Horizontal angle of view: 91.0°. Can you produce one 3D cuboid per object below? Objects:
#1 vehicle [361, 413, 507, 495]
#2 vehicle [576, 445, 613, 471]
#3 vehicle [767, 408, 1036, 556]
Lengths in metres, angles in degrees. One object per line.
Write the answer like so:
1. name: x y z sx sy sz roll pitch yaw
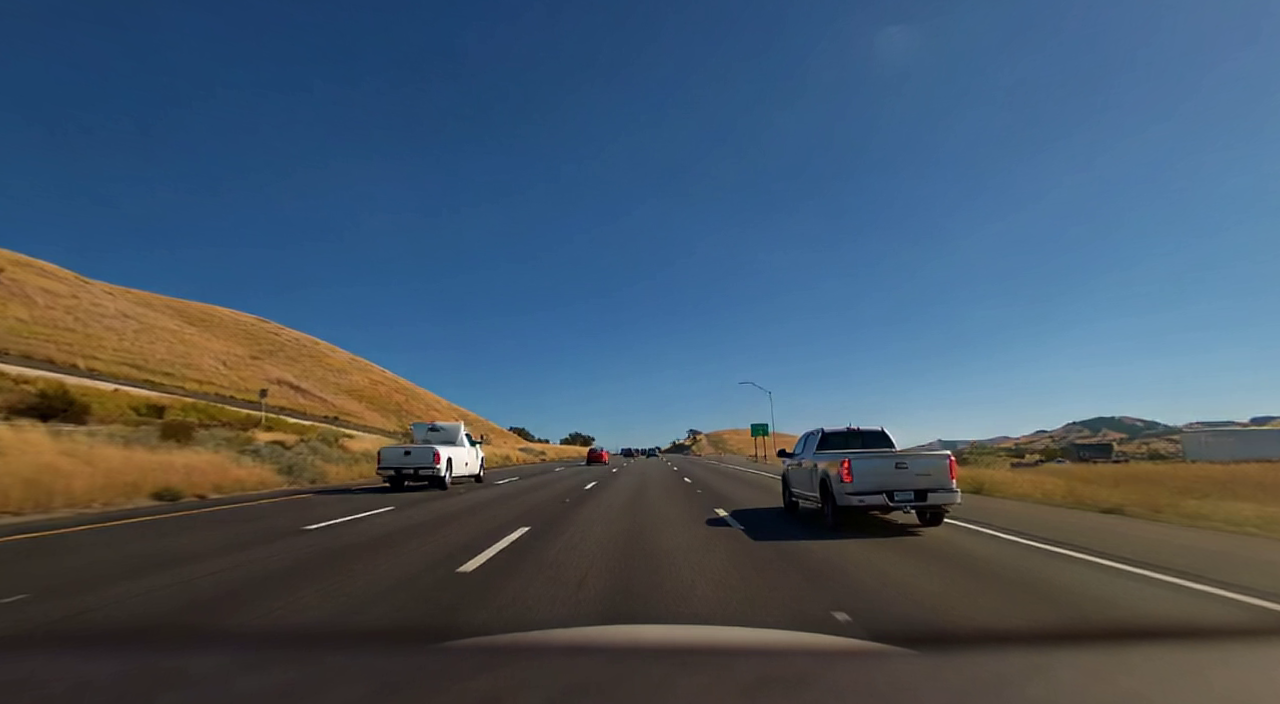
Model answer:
1. vehicle: -7.125 3.689 23.041 2.937 2.509 7.090 0 -9 0
2. vehicle: -2.832 6.729 40.160 2.009 1.593 4.378 0 -9 1
3. vehicle: 3.659 1.941 10.058 2.231 1.789 4.700 0 -9 0
